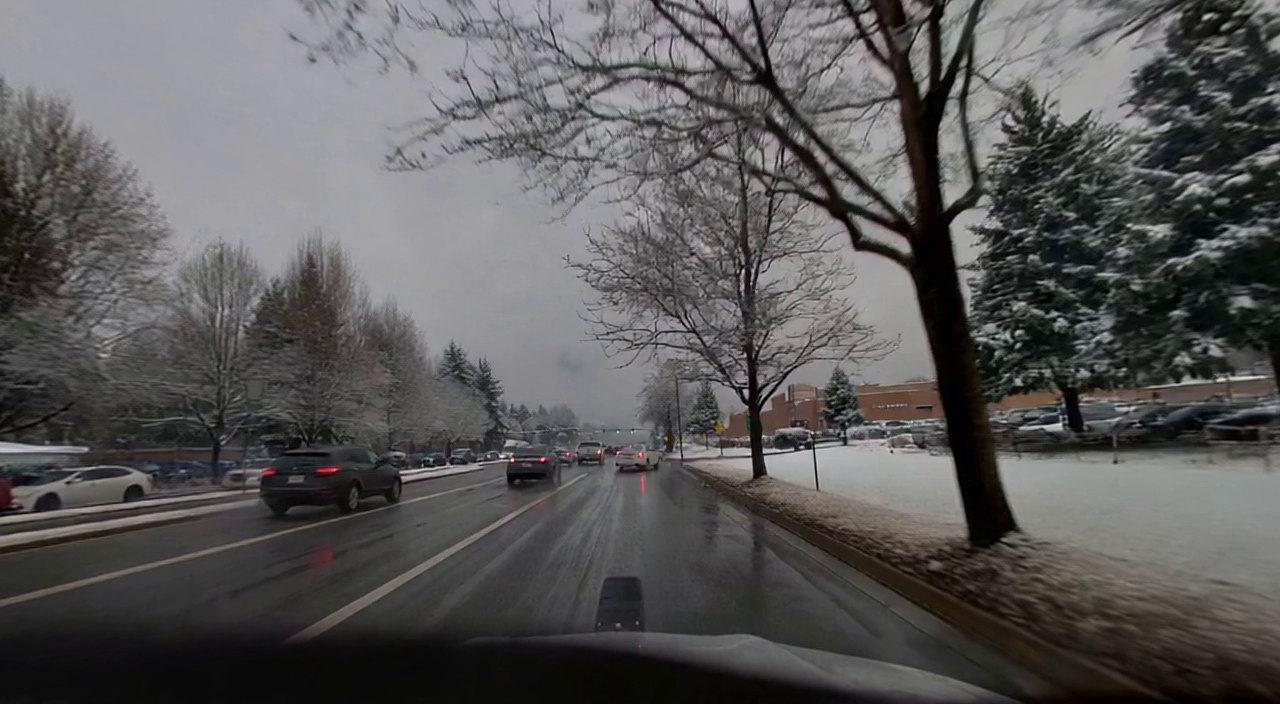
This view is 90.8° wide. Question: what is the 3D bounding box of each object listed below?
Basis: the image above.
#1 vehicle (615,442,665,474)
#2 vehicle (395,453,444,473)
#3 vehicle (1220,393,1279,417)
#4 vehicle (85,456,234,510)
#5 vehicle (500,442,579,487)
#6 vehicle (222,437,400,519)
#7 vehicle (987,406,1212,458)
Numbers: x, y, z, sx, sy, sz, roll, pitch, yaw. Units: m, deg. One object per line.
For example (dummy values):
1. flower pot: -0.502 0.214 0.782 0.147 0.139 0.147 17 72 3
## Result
1. vehicle: 0.097 5.383 32.370 2.208 1.513 4.504 -1 -8 5
2. vehicle: -17.090 8.586 49.188 1.981 1.431 4.862 0 -8 1
3. vehicle: 48.520 4.154 49.260 1.786 1.645 4.272 3 -10 -25
4. vehicle: -17.111 4.639 22.837 1.874 1.626 4.447 0 -8 -1
5. vehicle: -3.657 4.191 23.901 2.235 1.500 4.420 0 -8 0
6. vehicle: -7.880 3.025 15.770 2.054 1.744 4.422 0 -8 0
7. vehicle: 13.544 2.422 18.915 4.959 1.455 2.203 0 -9 1
